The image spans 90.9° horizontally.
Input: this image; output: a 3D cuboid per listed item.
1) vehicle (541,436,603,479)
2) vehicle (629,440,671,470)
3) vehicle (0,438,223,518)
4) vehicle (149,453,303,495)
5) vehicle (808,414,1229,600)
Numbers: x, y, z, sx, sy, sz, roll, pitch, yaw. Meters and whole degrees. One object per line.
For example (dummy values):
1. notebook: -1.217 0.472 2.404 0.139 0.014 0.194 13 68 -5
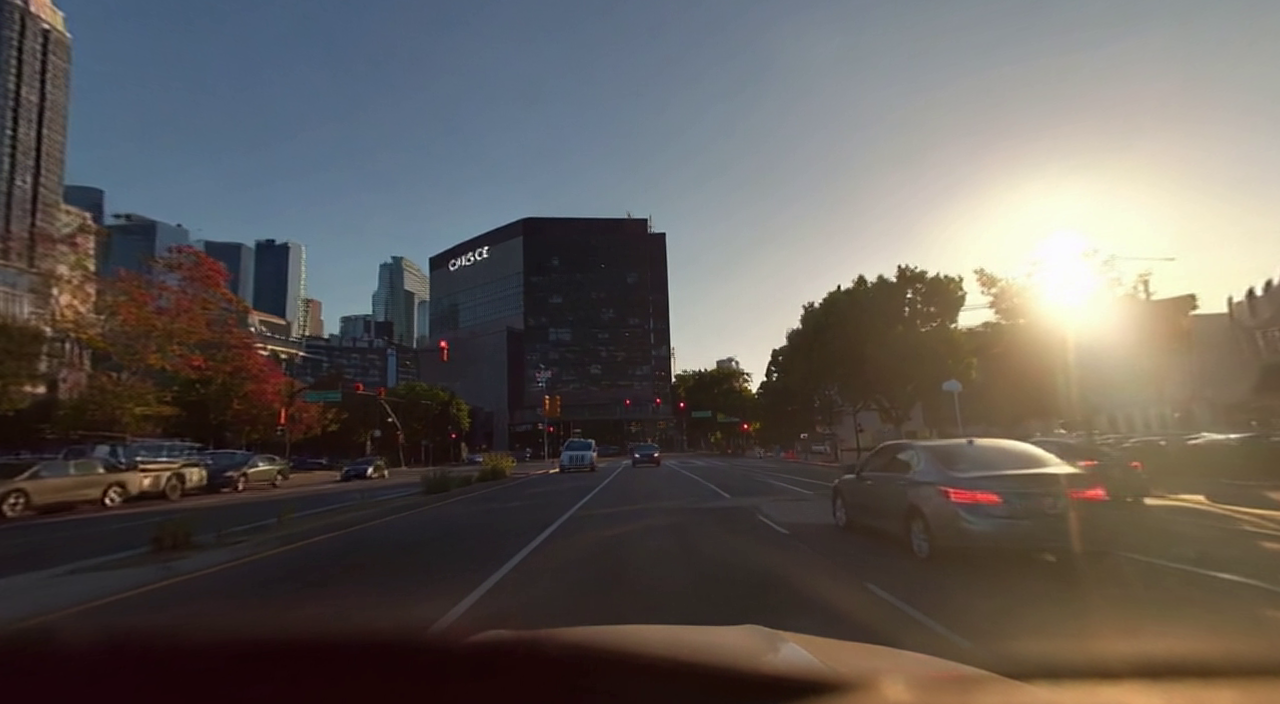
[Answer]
1. vehicle: -2.802 4.475 27.054 2.057 1.678 4.639 -1 -8 1
2. vehicle: 0.510 5.383 33.210 2.059 1.477 3.988 0 -8 0
3. vehicle: -15.269 3.508 18.328 2.337 1.895 5.872 0 -8 -1
4. vehicle: -15.804 4.657 24.232 4.481 1.455 2.068 -1 -8 2
5. vehicle: 3.794 1.649 7.733 2.109 1.510 4.927 0 -8 0
